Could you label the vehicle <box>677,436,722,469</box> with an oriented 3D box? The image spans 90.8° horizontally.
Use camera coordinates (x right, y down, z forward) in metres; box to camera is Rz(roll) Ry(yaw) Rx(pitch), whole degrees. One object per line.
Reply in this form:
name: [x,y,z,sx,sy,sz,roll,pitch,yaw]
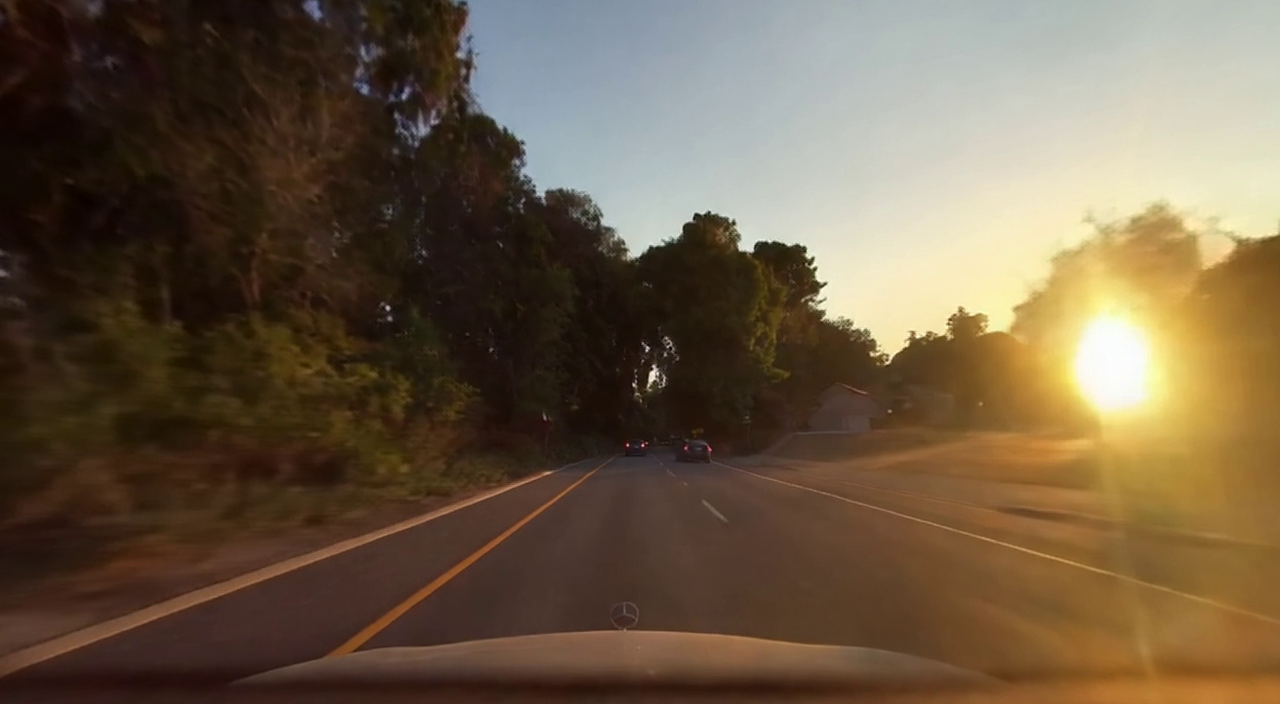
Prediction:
vehicle: [3.100,5.346,33.800,1.888,1.640,4.044,0,-8,-2]
